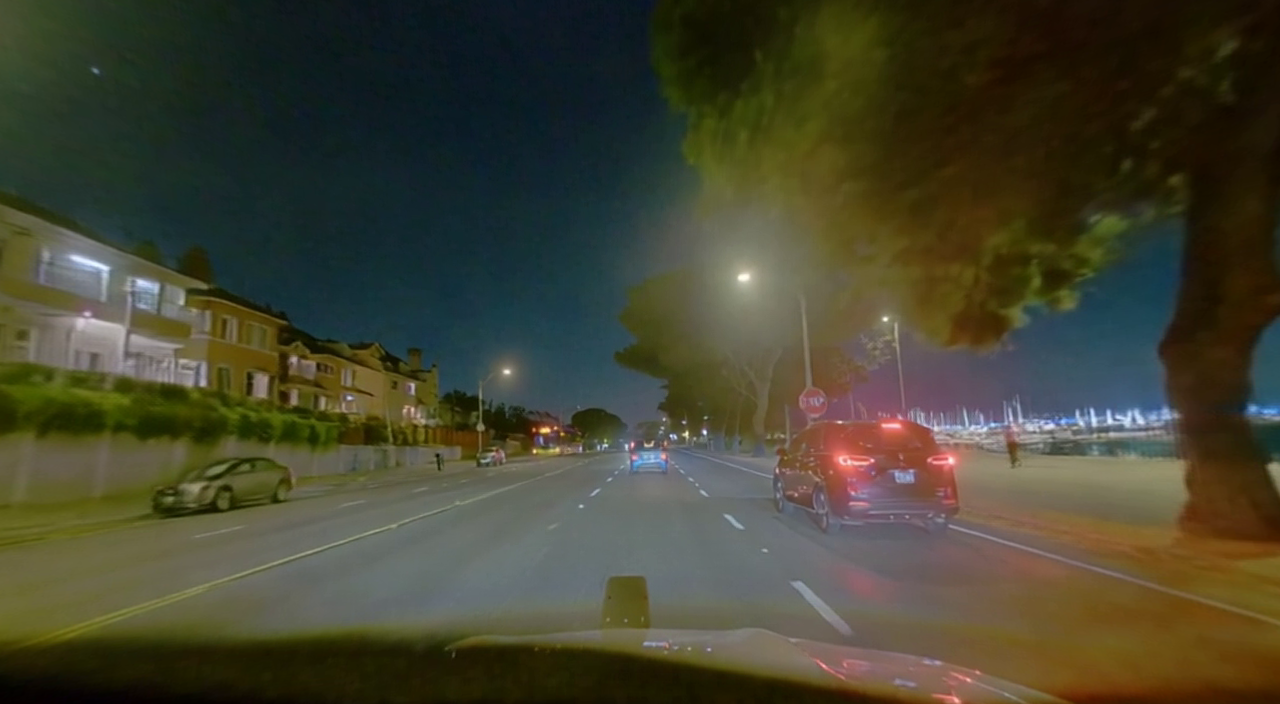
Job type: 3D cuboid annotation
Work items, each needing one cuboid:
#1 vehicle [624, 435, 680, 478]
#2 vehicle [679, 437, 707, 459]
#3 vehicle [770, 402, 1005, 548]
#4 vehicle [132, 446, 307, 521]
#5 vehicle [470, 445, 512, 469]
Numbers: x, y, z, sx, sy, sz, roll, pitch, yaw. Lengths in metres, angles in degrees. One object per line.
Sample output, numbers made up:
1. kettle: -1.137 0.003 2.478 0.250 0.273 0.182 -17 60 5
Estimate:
1. vehicle: 0.462 4.269 26.003 2.132 1.632 3.838 0 -8 0
2. vehicle: 4.120 7.576 49.594 1.876 1.626 3.851 0 -8 0
3. vehicle: 3.589 1.877 10.223 2.000 1.809 4.405 0 -8 0
4. vehicle: -10.341 3.209 15.924 1.701 1.528 3.881 -1 -7 1
5. vehicle: -10.105 7.120 42.922 1.731 1.489 3.841 -1 -8 3
